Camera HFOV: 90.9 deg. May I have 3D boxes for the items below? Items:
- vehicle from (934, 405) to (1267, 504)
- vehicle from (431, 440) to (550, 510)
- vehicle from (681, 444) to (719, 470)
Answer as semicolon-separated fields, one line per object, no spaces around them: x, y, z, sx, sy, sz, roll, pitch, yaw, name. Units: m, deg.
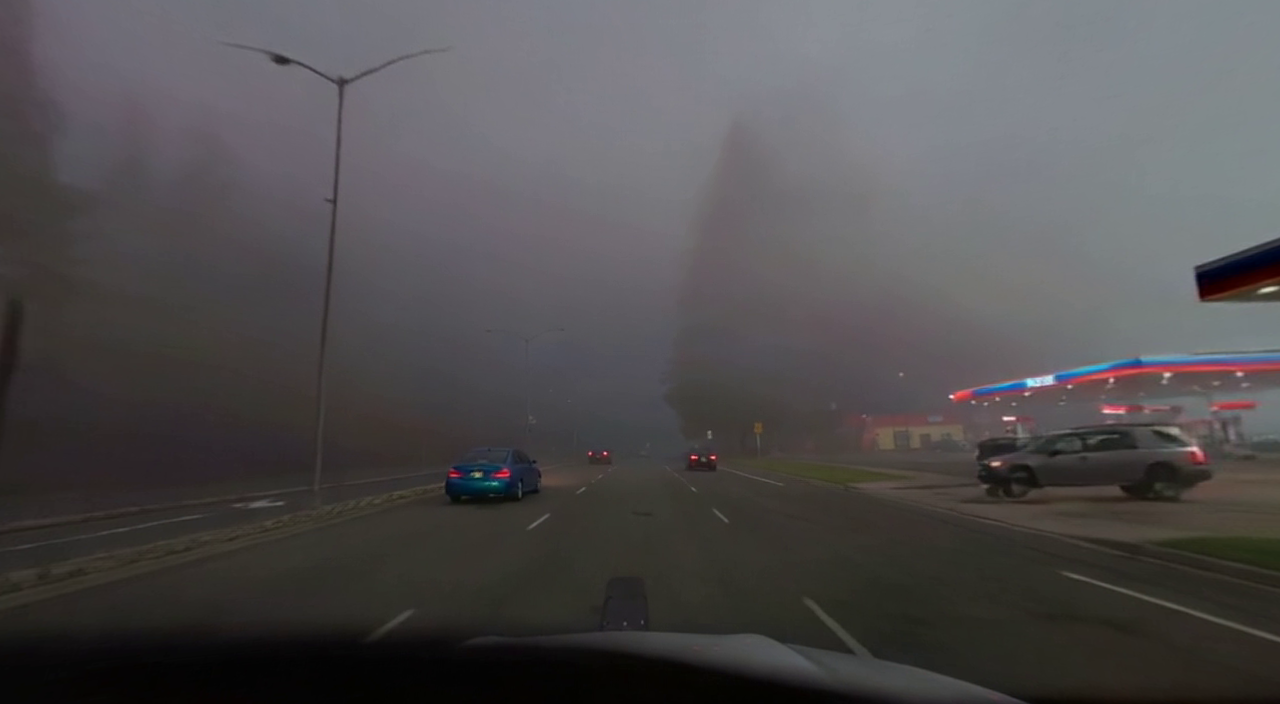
10.603;2.436;15.008;5.931;1.872;2.264;-3;-9;3;vehicle
-3.485;2.939;15.603;1.803;1.463;4.422;0;-8;1;vehicle
3.615;6.366;38.387;1.883;1.465;3.975;0;-8;-1;vehicle
